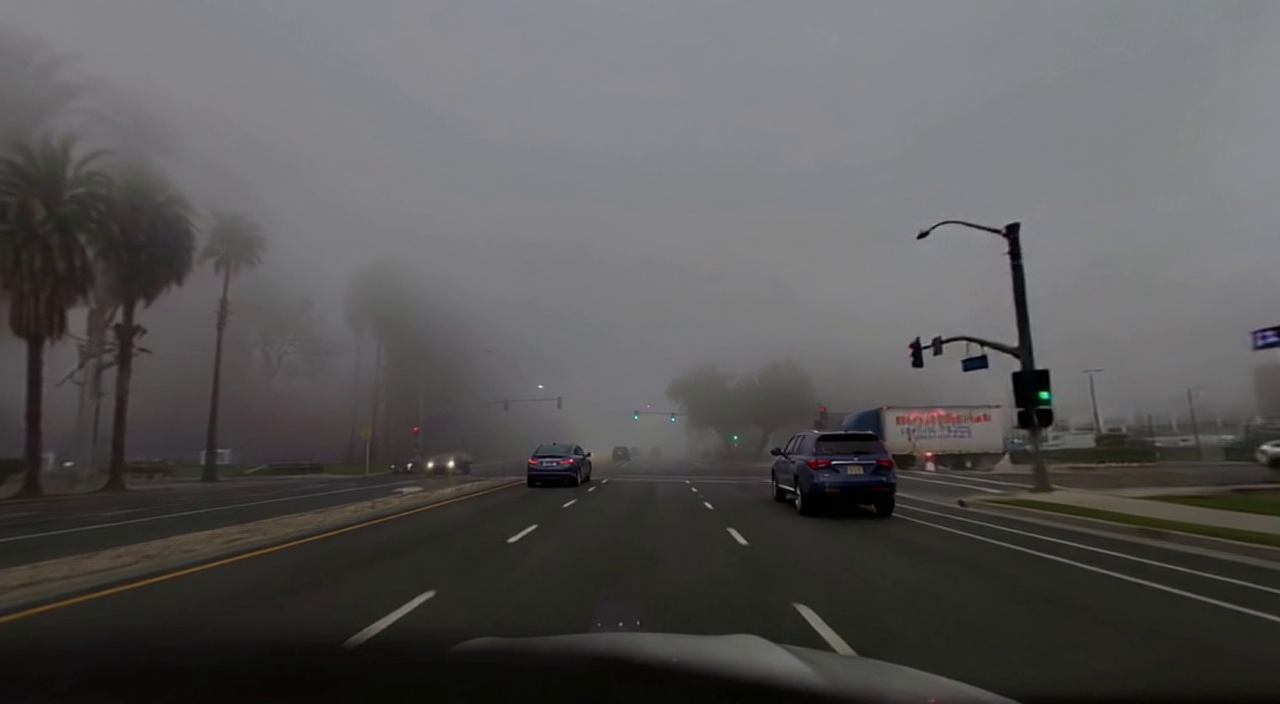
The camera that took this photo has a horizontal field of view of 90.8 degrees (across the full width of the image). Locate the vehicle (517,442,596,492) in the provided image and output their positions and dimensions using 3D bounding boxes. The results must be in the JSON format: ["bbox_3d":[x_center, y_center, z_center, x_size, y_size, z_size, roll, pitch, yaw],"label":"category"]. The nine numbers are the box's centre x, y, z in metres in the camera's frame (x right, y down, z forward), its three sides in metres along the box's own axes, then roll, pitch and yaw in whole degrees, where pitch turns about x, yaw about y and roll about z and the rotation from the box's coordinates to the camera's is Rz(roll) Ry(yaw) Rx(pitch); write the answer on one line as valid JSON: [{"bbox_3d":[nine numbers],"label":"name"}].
[{"bbox_3d":[-2.705,3.863,21.542,2.034,1.498,3.995,-1,-9,2],"label":"vehicle"}]

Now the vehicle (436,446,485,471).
[{"bbox_3d":[-13.953,8.279,49.472,2.227,1.768,5.034,-1,-9,2],"label":"vehicle"}]

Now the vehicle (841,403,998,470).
[{"bbox_3d":[15.064,4.607,34.477,7.195,3.468,2.597,0,-9,-2],"label":"vehicle"}]

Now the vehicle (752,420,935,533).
[{"bbox_3d":[3.493,2.232,11.843,1.982,1.711,4.276,0,-9,0],"label":"vehicle"}]
